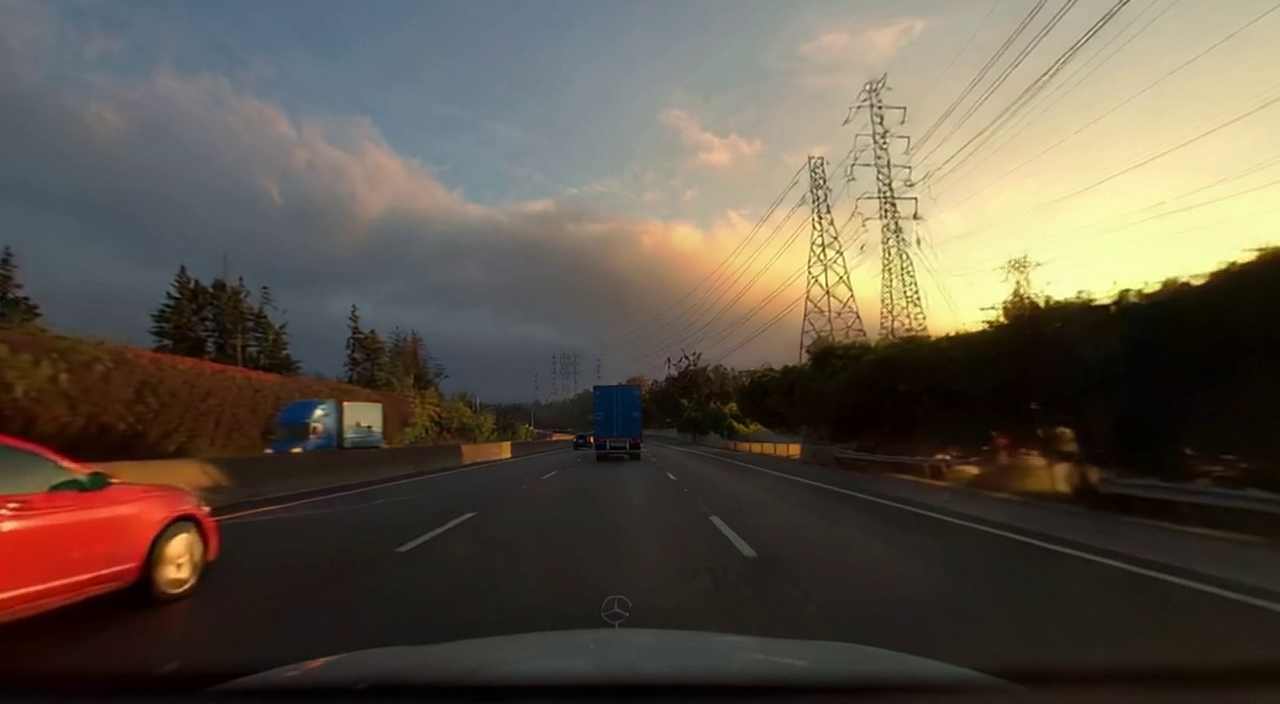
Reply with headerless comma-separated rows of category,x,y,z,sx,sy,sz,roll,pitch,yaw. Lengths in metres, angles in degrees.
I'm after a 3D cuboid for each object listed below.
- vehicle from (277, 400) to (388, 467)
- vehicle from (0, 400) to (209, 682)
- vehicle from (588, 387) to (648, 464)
vehicle,-18.213,4.951,38.062,2.790,3.616,7.737,0,-8,0
vehicle,-4.476,0.970,2.942,1.941,1.532,4.277,0,-8,-1
vehicle,-1.204,4.319,36.573,2.955,3.851,9.915,0,-8,-1
